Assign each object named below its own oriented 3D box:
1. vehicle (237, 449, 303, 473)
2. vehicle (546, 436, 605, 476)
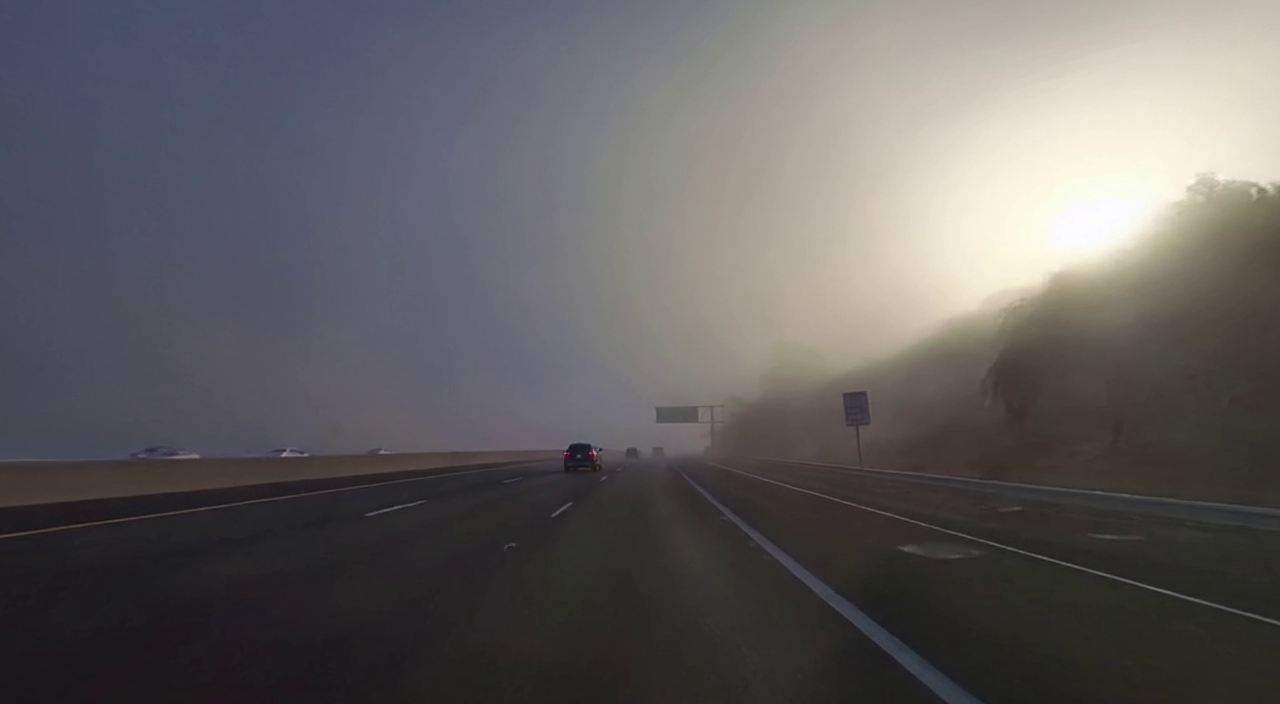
[{"bbox_3d":[-27.617,8.093,47.031,2.016,1.671,4.537,-1,-9,2],"label":"vehicle"},{"bbox_3d":[-3.248,5.386,32.857,2.413,1.896,5.218,0,-9,1],"label":"vehicle"}]
